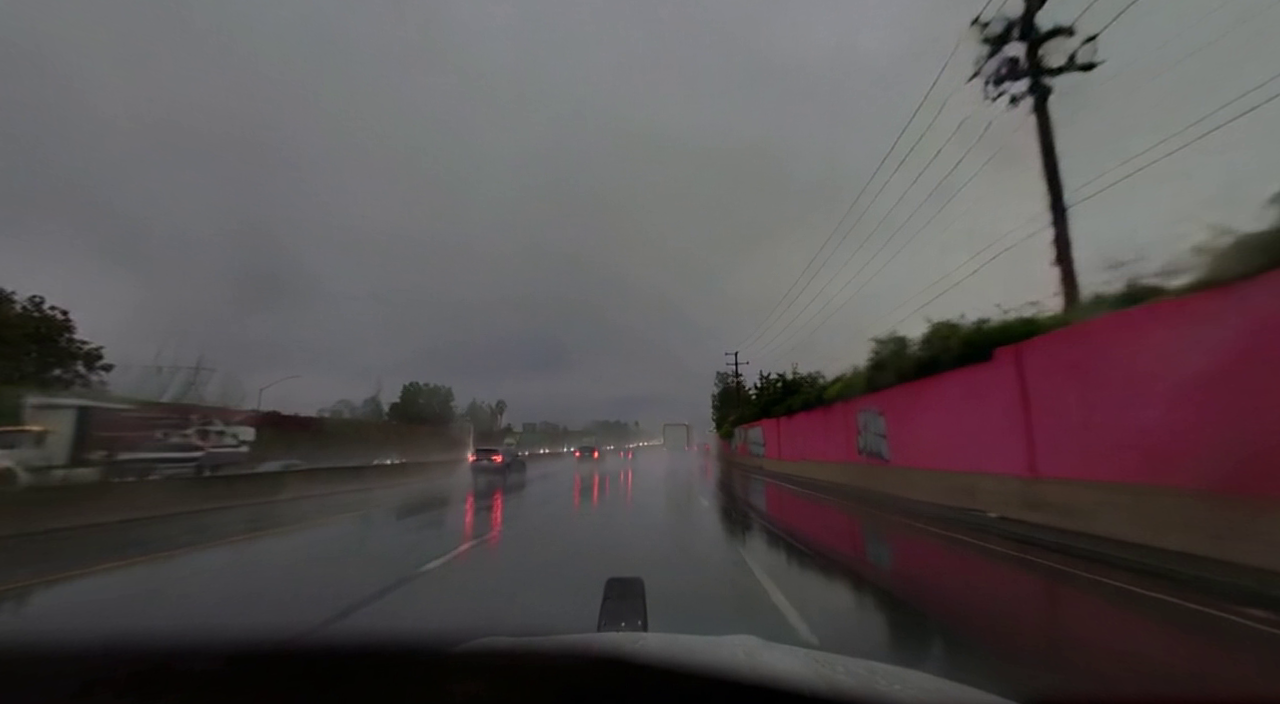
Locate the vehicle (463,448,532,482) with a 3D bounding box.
[{"bbox_3d":[-6.988,5.588,31.488,2.142,1.503,4.767,-1,-9,3],"label":"vehicle"}]

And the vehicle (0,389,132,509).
[{"bbox_3d":[-23.917,3.835,24.346,3.361,4.101,5.809,-1,-10,1],"label":"vehicle"}]

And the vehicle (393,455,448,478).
[{"bbox_3d":[-15.301,8.015,44.226,1.923,1.459,4.561,-1,-9,5],"label":"vehicle"}]

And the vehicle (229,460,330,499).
[{"bbox_3d":[-15.131,5.339,26.735,1.866,1.416,3.918,-1,-9,2],"label":"vehicle"}]

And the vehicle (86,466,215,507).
[{"bbox_3d":[-19.645,5.376,25.534,1.805,1.405,4.114,-1,-9,2],"label":"vehicle"}]

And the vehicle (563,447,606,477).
[{"bbox_3d":[-3.109,6.267,36.156,1.966,1.565,3.766,-1,-9,2],"label":"vehicle"}]
